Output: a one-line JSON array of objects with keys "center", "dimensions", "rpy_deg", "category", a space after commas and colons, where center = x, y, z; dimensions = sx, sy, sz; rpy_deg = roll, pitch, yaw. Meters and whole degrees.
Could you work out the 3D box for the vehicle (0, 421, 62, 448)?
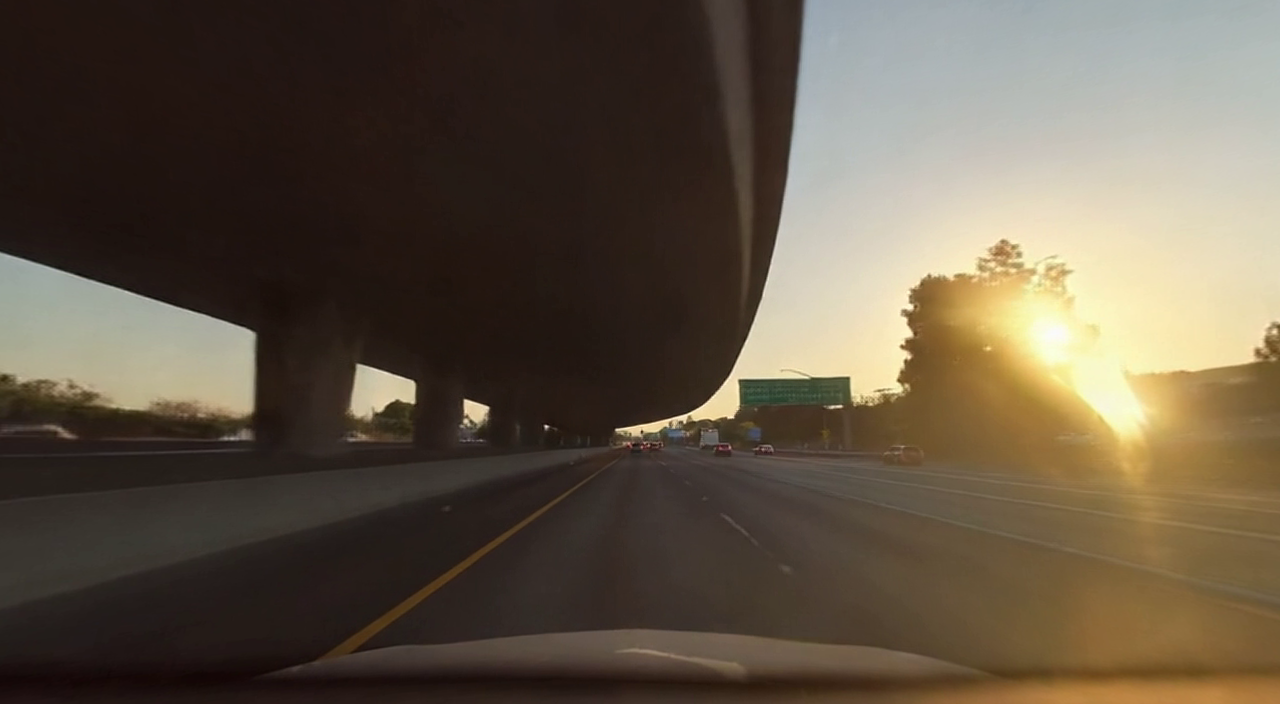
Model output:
[{"center": [-37.469, 4.955, 37.608], "dimensions": [1.850, 1.517, 4.306], "rpy_deg": [0, -8, -1], "category": "vehicle"}]
